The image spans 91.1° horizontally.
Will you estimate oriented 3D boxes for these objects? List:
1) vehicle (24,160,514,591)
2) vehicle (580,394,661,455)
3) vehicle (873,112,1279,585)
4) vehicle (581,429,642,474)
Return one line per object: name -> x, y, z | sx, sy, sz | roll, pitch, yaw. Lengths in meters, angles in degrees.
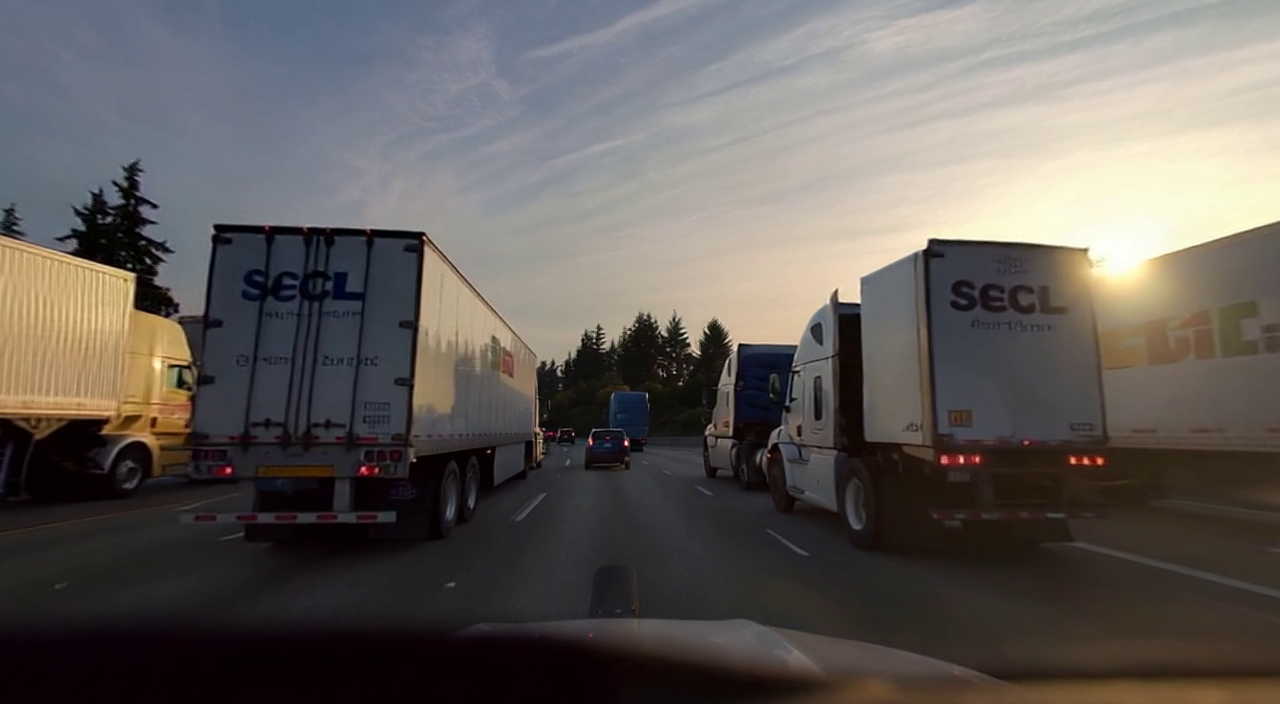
vehicle -> -4.046, 0.710, 9.946 | 2.822, 3.788, 8.799 | 0, -8, -4
vehicle -> -1.906, 5.843, 49.628 | 2.899, 4.112, 13.912 | 2, -8, -16
vehicle -> 7.772, -0.260, 3.947 | 2.820, 4.084, 13.786 | 3, -8, -24
vehicle -> -1.185, 3.779, 24.285 | 2.060, 1.540, 4.374 | 1, -8, -6
